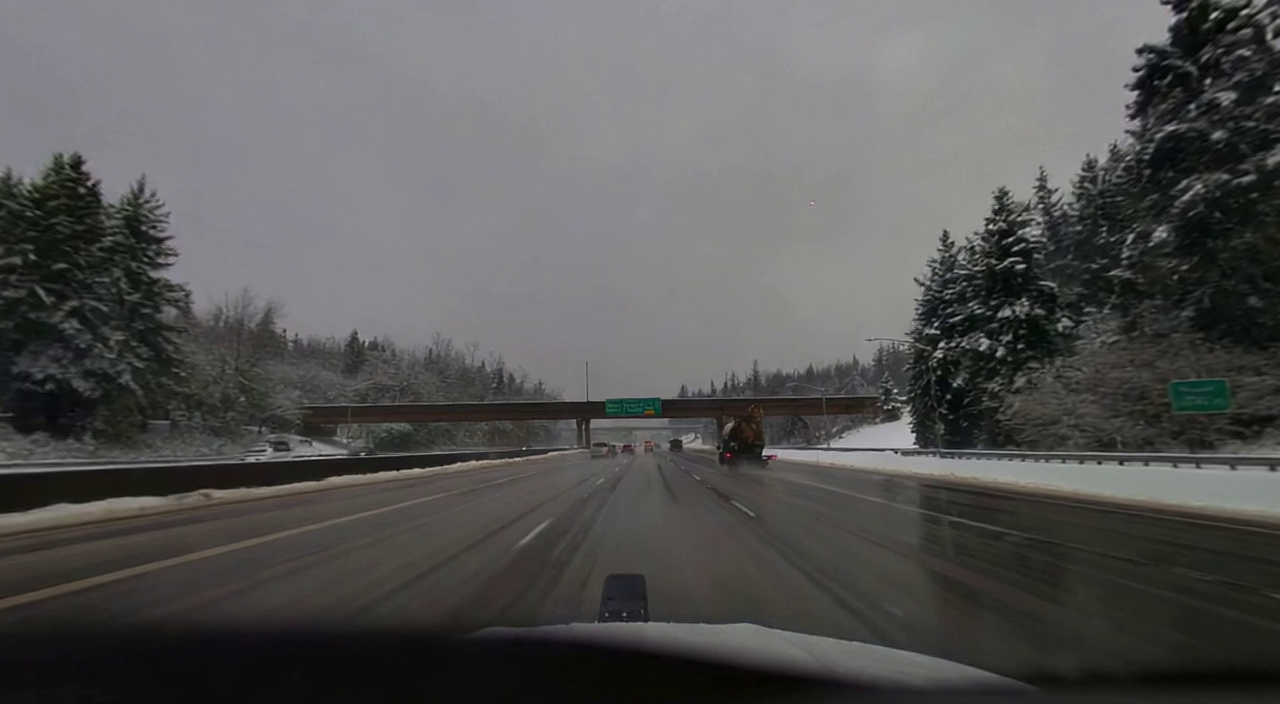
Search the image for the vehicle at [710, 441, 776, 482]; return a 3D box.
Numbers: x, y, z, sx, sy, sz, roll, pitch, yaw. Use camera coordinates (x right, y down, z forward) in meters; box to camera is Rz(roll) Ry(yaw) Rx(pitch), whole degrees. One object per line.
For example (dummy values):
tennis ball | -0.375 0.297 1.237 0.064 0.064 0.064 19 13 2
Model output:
vehicle | 4.086 4.405 25.710 1.908 1.483 4.259 0 -8 -1
